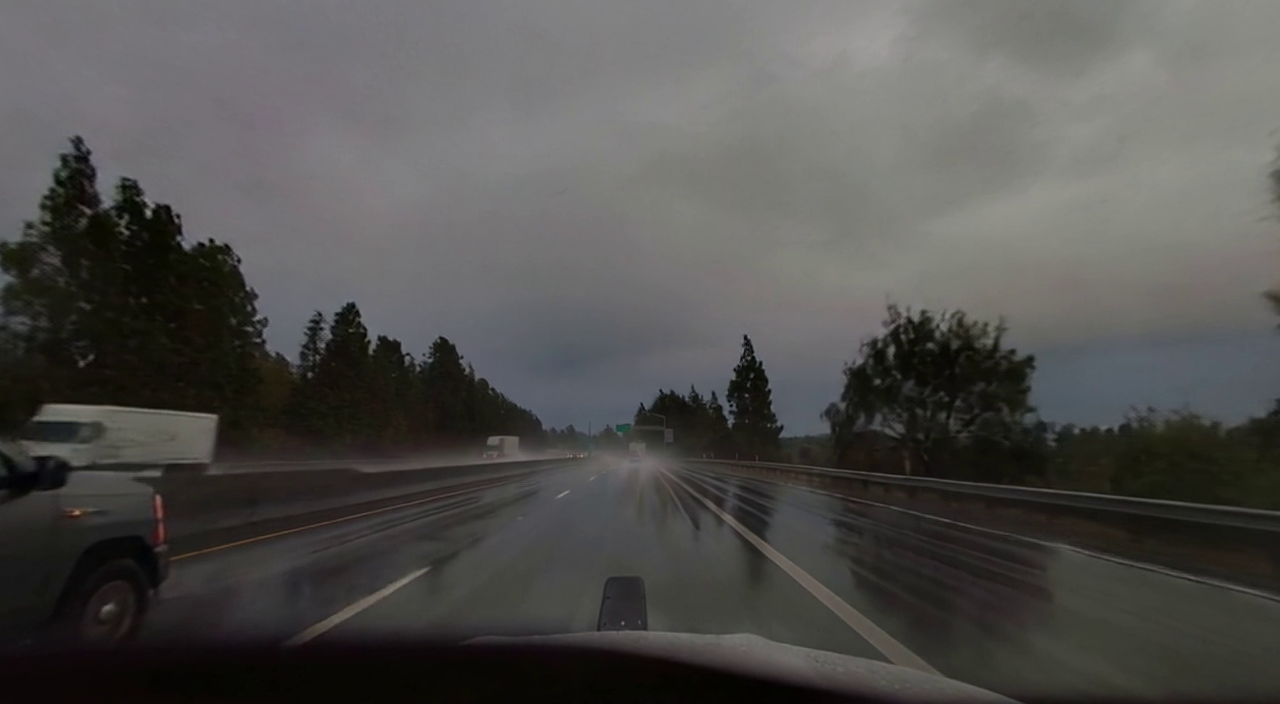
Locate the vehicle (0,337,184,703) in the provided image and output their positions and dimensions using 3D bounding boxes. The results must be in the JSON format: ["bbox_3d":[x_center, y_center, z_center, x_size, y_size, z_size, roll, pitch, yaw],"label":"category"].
[{"bbox_3d":[-4.237,0.647,1.640,2.214,1.872,5.179,0,-9,0],"label":"vehicle"}]
